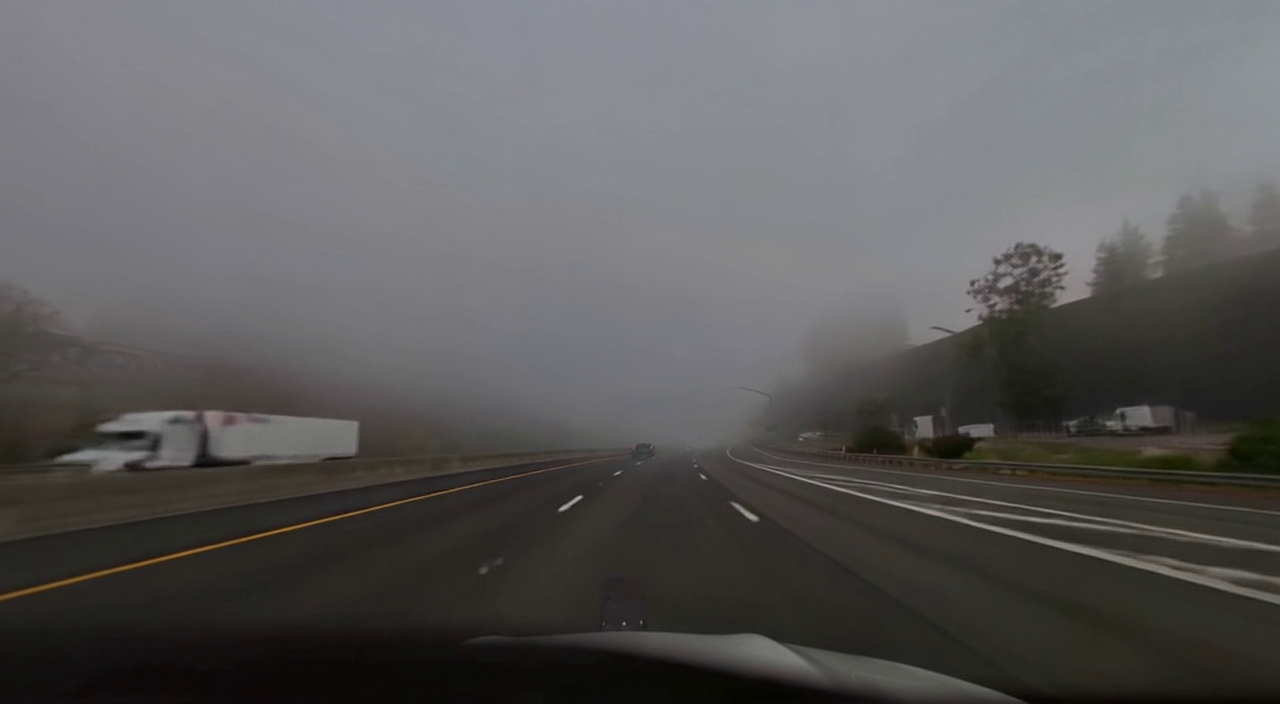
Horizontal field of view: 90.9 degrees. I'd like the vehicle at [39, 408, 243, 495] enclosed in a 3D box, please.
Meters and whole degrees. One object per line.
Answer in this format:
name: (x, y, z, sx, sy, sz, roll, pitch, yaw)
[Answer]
vehicle: (-21.068, 4.282, 27.331, 2.950, 3.246, 6.825, 0, -9, 2)
